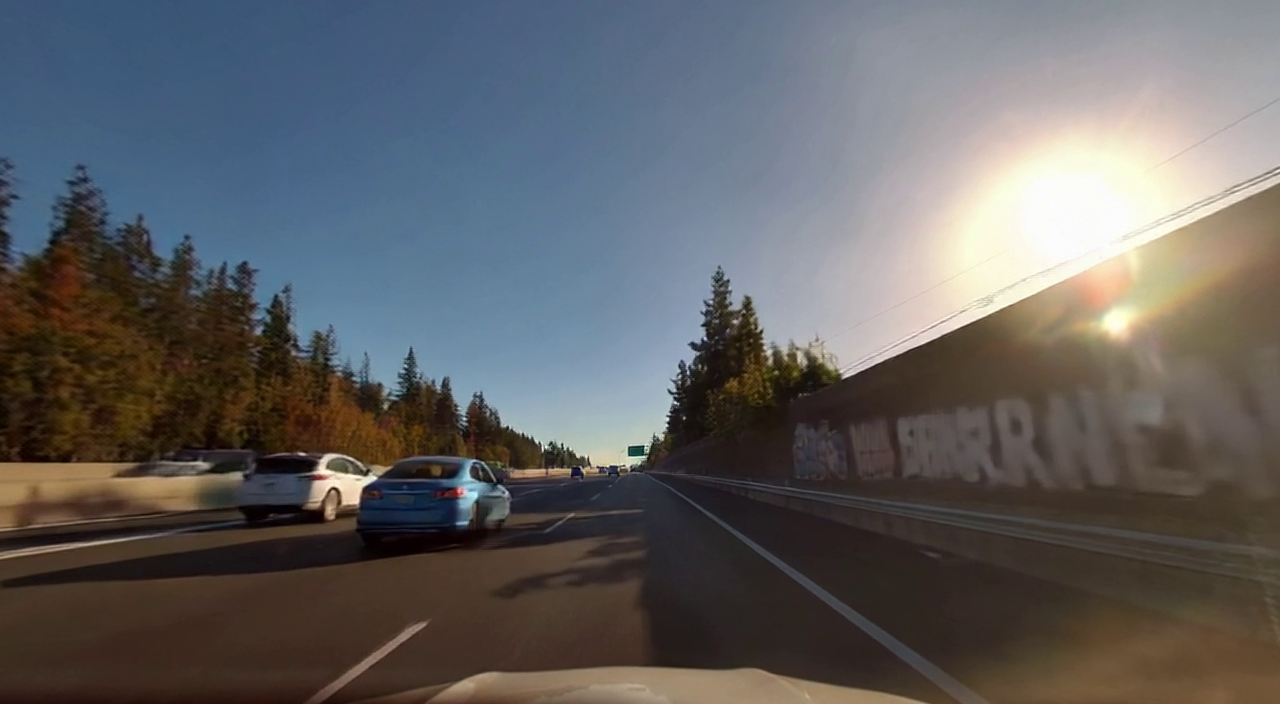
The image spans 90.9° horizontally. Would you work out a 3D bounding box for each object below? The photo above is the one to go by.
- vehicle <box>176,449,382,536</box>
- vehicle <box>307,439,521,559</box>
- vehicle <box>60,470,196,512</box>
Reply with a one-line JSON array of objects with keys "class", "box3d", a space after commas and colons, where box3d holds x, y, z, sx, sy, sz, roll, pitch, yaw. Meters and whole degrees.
[{"class": "vehicle", "box3d": [-7.648, 3.030, 13.967, 2.037, 1.593, 4.151, 0, -10, 0]}, {"class": "vehicle", "box3d": [-3.715, 2.547, 11.452, 2.173, 1.696, 4.462, 0, -10, 1]}, {"class": "vehicle", "box3d": [-19.013, 5.145, 23.666, 1.680, 1.392, 4.007, 1, -10, 0]}]
